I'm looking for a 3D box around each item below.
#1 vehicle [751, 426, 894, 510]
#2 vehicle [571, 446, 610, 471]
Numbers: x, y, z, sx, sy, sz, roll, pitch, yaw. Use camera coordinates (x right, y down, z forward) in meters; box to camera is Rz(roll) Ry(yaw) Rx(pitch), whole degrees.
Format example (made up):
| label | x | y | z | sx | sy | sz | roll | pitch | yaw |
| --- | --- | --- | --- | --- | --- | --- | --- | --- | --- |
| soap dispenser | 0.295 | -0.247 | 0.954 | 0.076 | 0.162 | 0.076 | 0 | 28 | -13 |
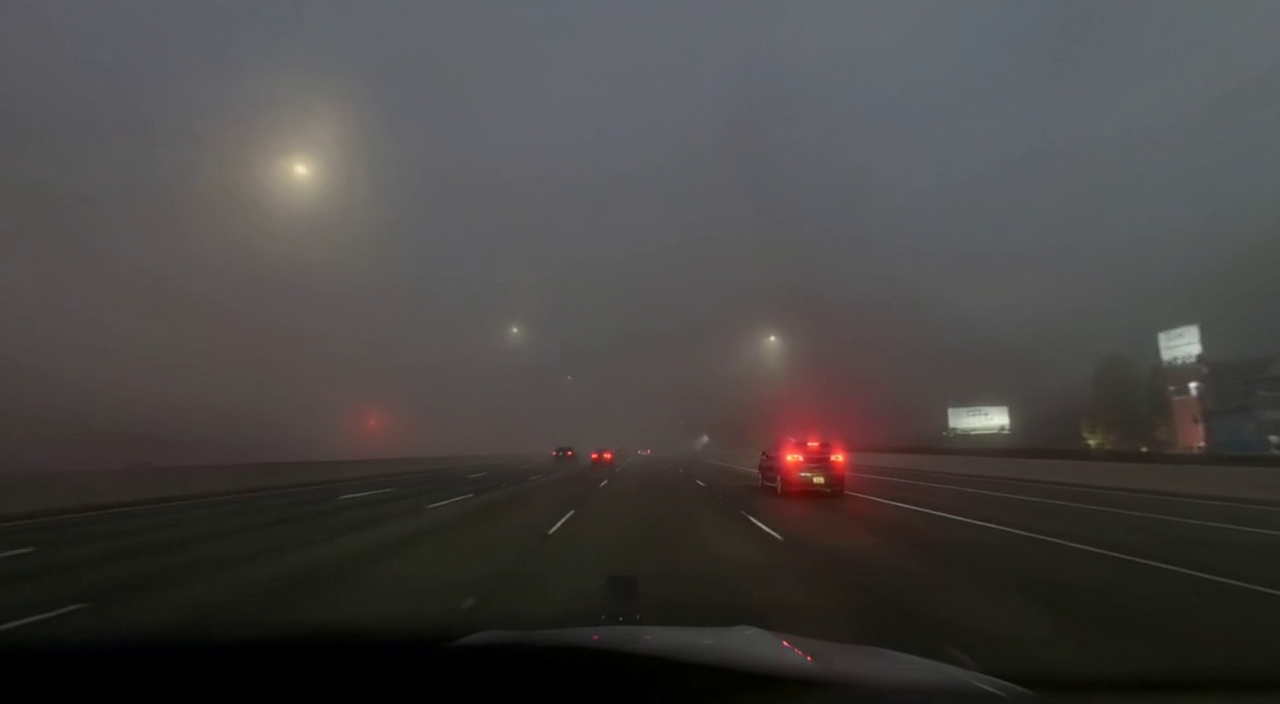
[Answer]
| label | x | y | z | sx | sy | sz | roll | pitch | yaw |
| --- | --- | --- | --- | --- | --- | --- | --- | --- | --- |
| vehicle | 4.296 | 2.816 | 15.756 | 2.109 | 1.764 | 4.704 | 0 | -9 | 0 |
| vehicle | -3.103 | 6.785 | 40.317 | 2.139 | 1.510 | 4.506 | 0 | -9 | 0 |
